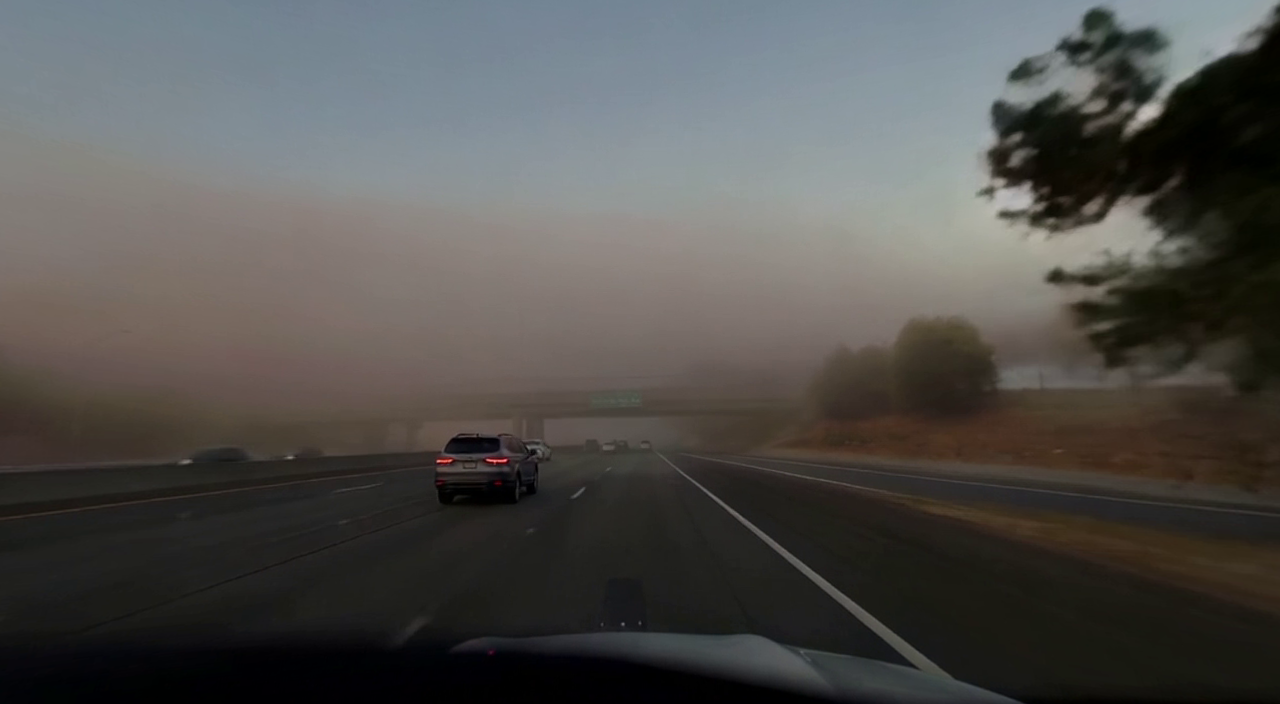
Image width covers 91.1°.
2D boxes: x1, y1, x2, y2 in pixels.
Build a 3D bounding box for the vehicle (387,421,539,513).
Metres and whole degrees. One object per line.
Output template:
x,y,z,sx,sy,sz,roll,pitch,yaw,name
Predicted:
-3.694,2.492,14.083,2.048,1.705,4.384,0,-8,1,vehicle
